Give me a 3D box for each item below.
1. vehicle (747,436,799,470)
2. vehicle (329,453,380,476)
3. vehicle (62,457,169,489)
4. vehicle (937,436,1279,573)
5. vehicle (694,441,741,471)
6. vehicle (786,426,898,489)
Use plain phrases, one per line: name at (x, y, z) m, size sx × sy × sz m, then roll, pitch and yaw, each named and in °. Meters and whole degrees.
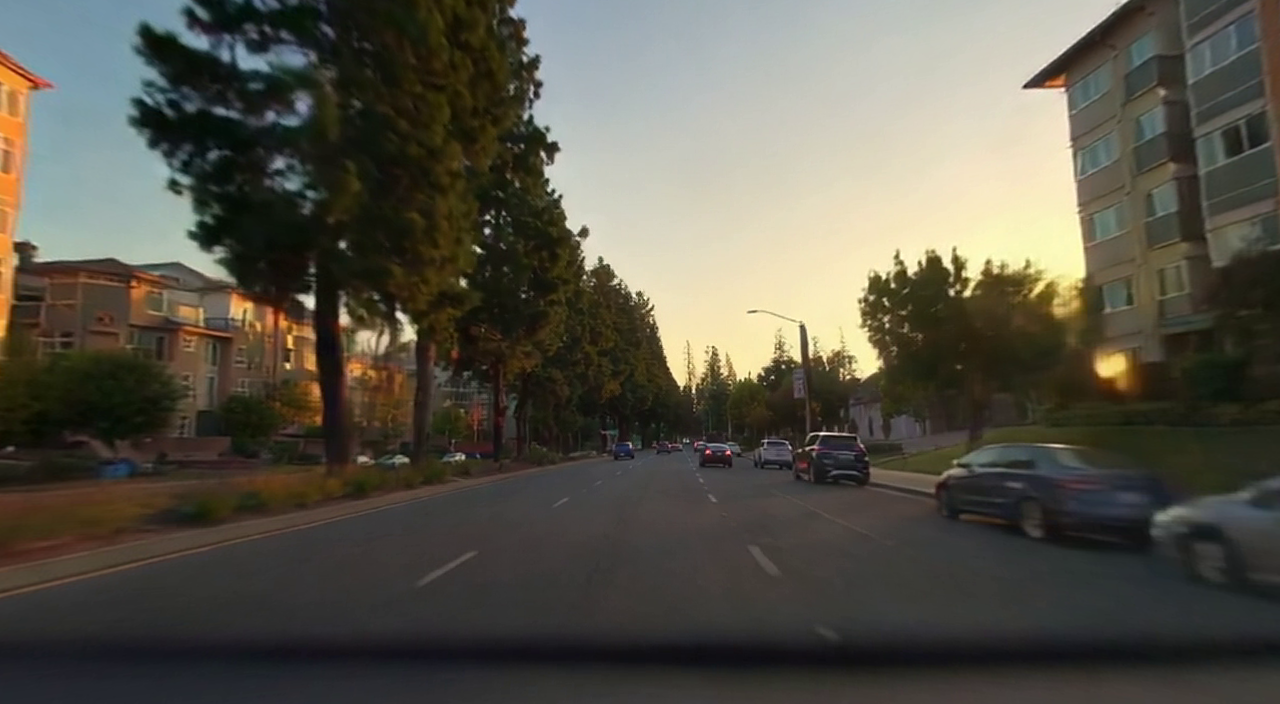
vehicle at (7.722, 5.915, 37.036) m, size 2.092 × 1.849 × 5.068 m, roll 0°, pitch -8°, yaw 2°
vehicle at (-21.140, 8.335, 46.845) m, size 1.780 × 1.573 × 3.881 m, roll -1°, pitch -8°, yaw 3°
vehicle at (-30.626, 7.009, 36.894) m, size 4.598 × 1.661 × 1.958 m, roll 7°, pitch -11°, yaw -41°
vehicle at (6.559, 2.054, 9.475) m, size 1.943 × 1.496 × 4.893 m, roll 0°, pitch -8°, yaw 2°
vehicle at (4.146, 5.606, 34.293) m, size 2.128 × 1.502 × 4.572 m, roll 0°, pitch -8°, yaw 2°
vehicle at (7.015, 3.748, 22.705) m, size 2.213 × 1.949 × 5.907 m, roll 0°, pitch -8°, yaw 2°
